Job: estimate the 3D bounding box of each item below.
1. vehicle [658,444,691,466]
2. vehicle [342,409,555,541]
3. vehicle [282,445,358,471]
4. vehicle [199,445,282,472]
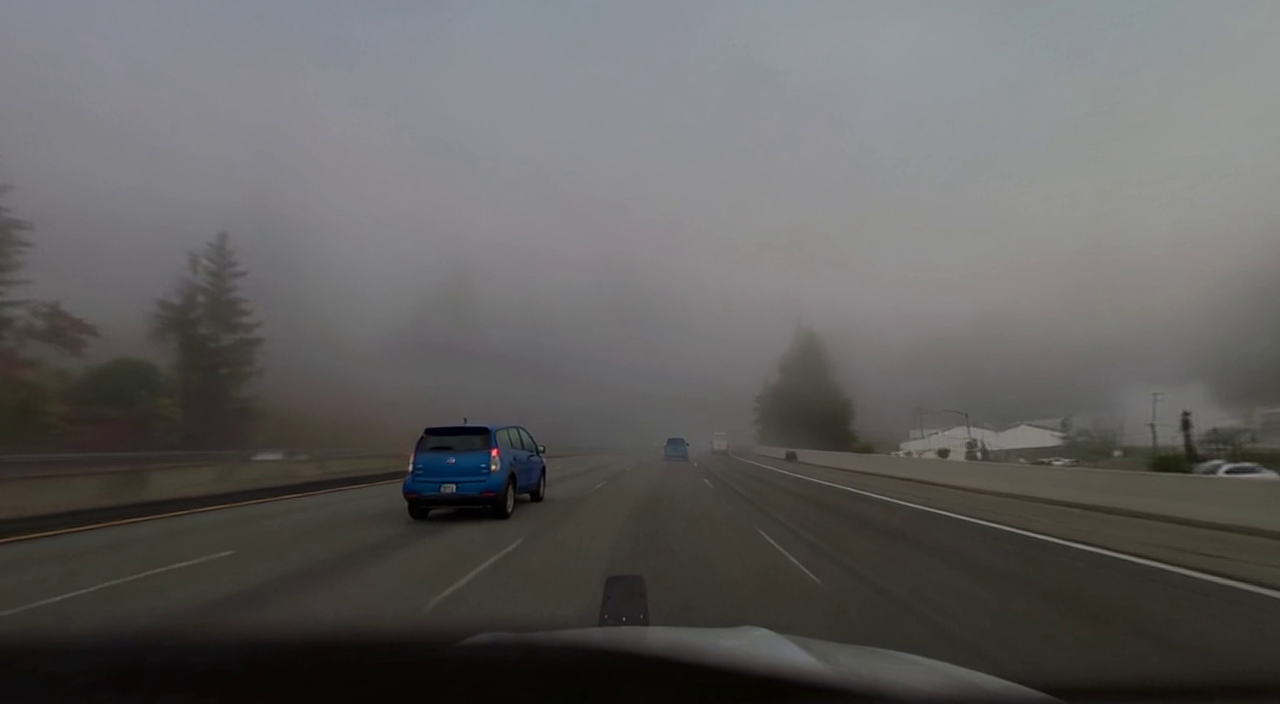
[{"bbox_3d":[2.433,7.139,43.931,2.158,1.458,3.656,0,-9,4],"label":"vehicle"},{"bbox_3d":[-3.015,2.080,11.313,2.185,1.823,4.854,0,-9,1],"label":"vehicle"},{"bbox_3d":[-19.296,6.381,38.277,1.902,1.478,4.631,0,-9,4],"label":"vehicle"},{"bbox_3d":[-23.377,6.214,37.106,1.808,1.495,4.294,-1,-9,4],"label":"vehicle"}]
